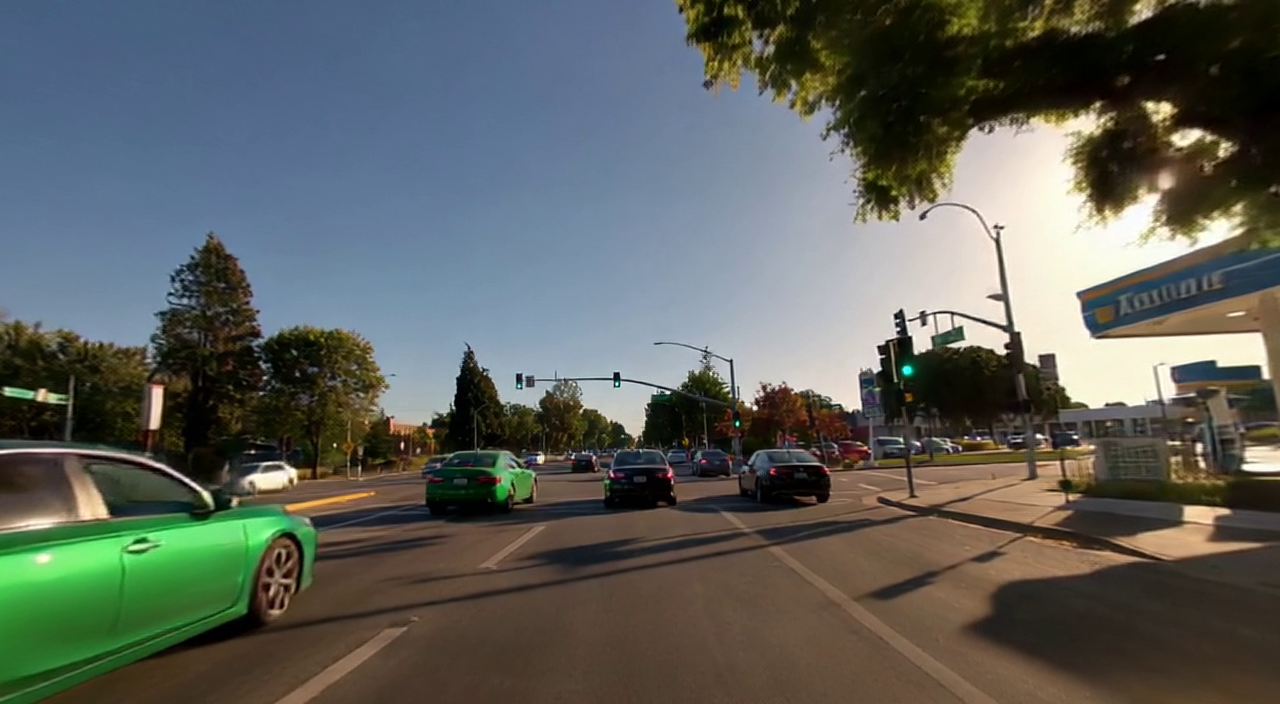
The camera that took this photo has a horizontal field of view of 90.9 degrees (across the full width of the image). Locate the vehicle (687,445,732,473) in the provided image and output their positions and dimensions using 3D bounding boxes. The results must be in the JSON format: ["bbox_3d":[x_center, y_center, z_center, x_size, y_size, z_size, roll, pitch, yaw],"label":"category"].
[{"bbox_3d":[3.833,5.974,35.473,1.942,1.482,4.623,0,-9,-1],"label":"vehicle"}]

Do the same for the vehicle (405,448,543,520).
[{"bbox_3d":[-3.732,3.038,15.137,1.995,1.436,4.500,0,-9,2],"label":"vehicle"}]

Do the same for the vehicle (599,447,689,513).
[{"bbox_3d":[0.061,3.142,16.020,1.994,1.433,3.894,0,-9,-1],"label":"vehicle"}]

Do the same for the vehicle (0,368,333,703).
[{"bbox_3d":[-3.661,0.970,2.919,2.023,1.687,4.874,0,-9,0],"label":"vehicle"}]

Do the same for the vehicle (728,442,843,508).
[{"bbox_3d":[3.664,3.172,16.779,1.920,1.479,4.548,0,-9,-1],"label":"vehicle"}]

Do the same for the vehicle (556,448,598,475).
[{"bbox_3d":[-3.645,6.465,37.438,1.896,1.501,4.390,0,-9,2],"label":"vehicle"}]
